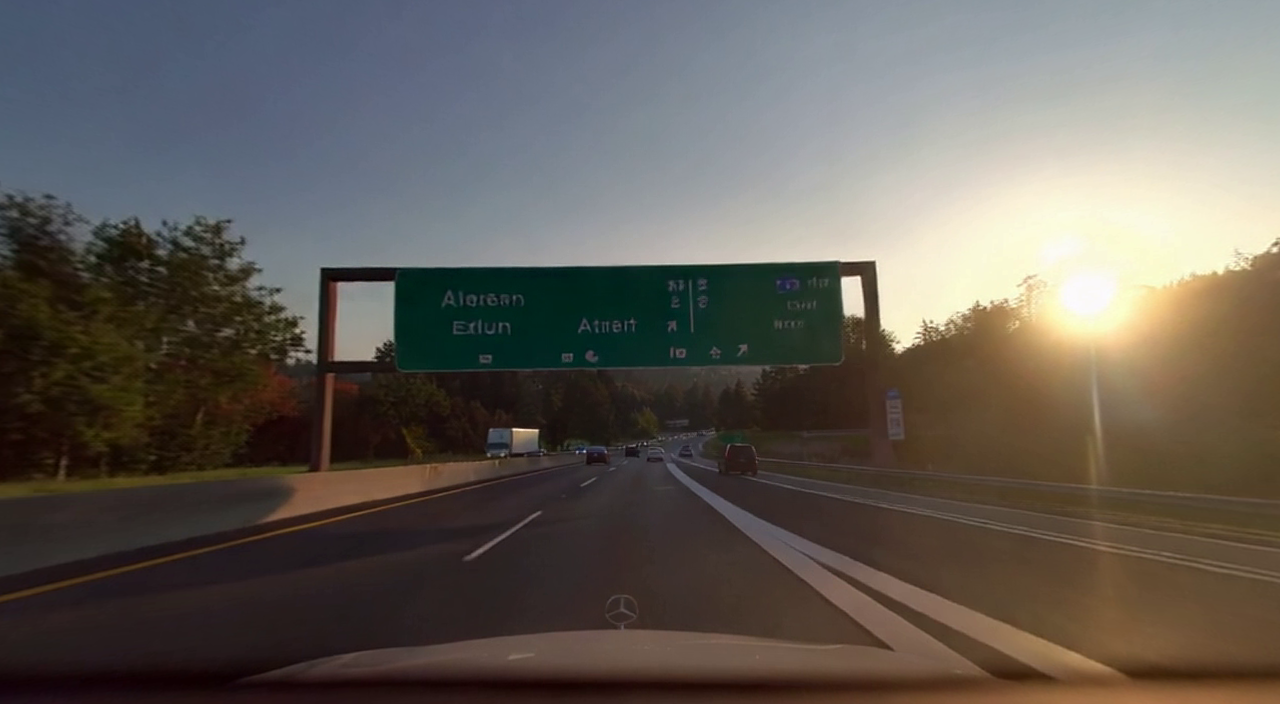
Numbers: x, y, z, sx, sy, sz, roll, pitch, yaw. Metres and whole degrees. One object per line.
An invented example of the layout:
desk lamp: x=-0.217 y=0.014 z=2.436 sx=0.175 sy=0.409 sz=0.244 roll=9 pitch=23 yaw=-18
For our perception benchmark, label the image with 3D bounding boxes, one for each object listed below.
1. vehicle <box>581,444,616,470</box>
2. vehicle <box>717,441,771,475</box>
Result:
vehicle: x=-2.787 y=7.149 z=43.187 sx=2.037 sy=1.638 sz=4.274 roll=0 pitch=-9 yaw=1
vehicle: x=5.370 y=5.529 z=33.054 sx=2.021 sy=1.639 sz=4.203 roll=0 pitch=-9 yaw=-1
